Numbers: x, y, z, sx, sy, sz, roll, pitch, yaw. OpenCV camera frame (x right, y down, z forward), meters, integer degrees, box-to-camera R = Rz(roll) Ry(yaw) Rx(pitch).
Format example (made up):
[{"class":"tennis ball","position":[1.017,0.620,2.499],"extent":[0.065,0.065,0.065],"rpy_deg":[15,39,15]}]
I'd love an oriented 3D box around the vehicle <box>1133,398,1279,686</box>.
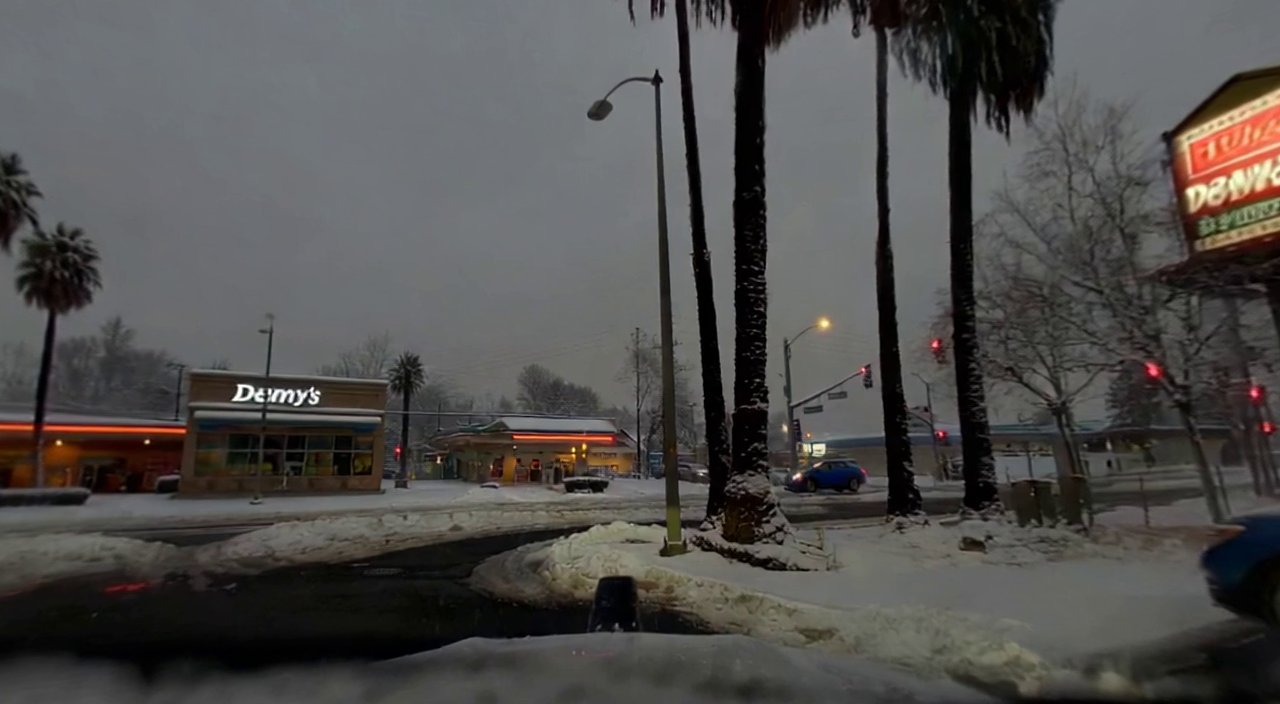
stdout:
[{"class":"vehicle","position":[5.182,0.813,2.252],"extent":[2.109,1.490,4.831],"rpy_deg":[4,-10,-28]}]

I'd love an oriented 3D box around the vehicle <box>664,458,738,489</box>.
[{"class":"vehicle","position":[4.414,8.713,45.493],"extent":[4.880,1.754,2.202],"rpy_deg":[3,-6,-30]}]
